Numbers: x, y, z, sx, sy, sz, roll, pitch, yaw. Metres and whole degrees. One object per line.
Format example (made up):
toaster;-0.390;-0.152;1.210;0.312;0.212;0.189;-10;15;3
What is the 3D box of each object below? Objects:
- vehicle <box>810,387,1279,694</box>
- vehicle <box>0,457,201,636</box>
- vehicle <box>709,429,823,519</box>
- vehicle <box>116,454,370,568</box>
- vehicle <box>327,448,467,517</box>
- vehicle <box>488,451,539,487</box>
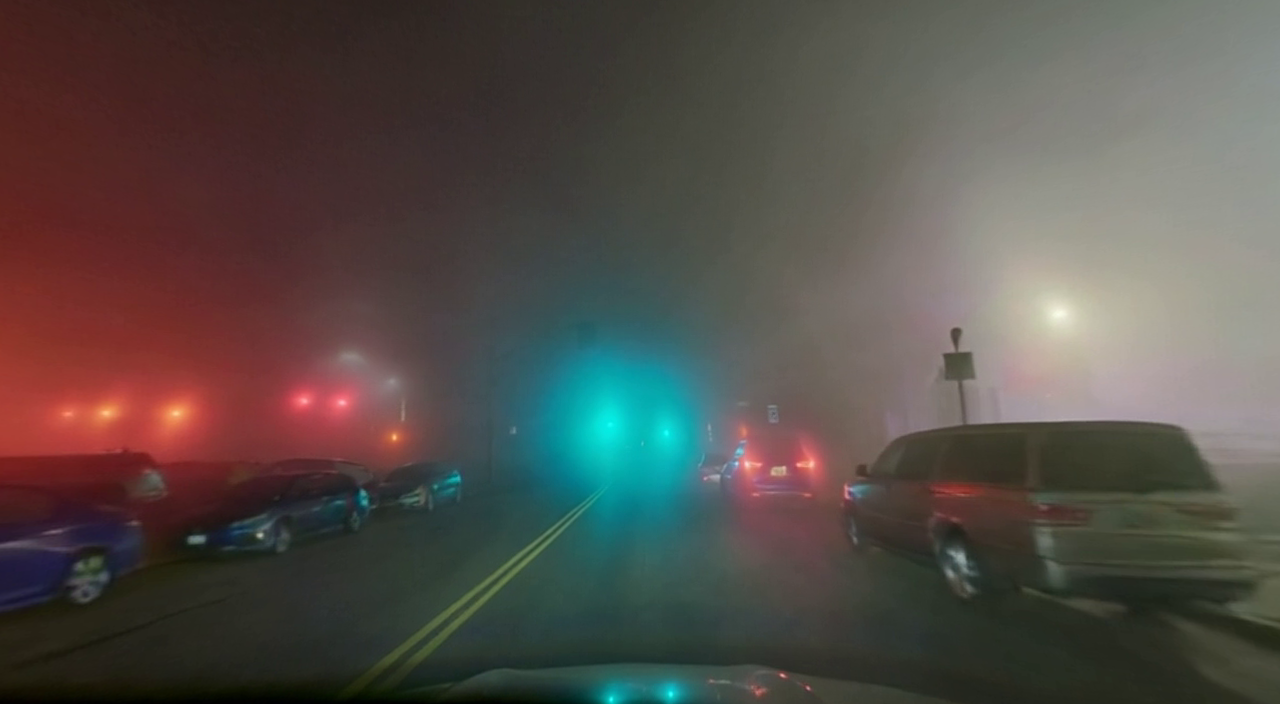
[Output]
vehicle;3.418;1.457;6.295;1.886;1.740;5.167;0;-8;-1
vehicle;-6.466;1.703;5.454;1.913;1.479;4.714;-1;-8;1
vehicle;2.882;2.906;15.596;1.954;1.845;4.682;-1;-8;1
vehicle;-6.595;2.616;11.235;1.723;1.520;4.439;0;-8;-1
vehicle;-6.537;3.645;17.730;2.033;1.523;4.867;-3;-11;0
vehicle;-6.747;6.228;33.998;1.893;1.758;4.019;-1;-8;0
